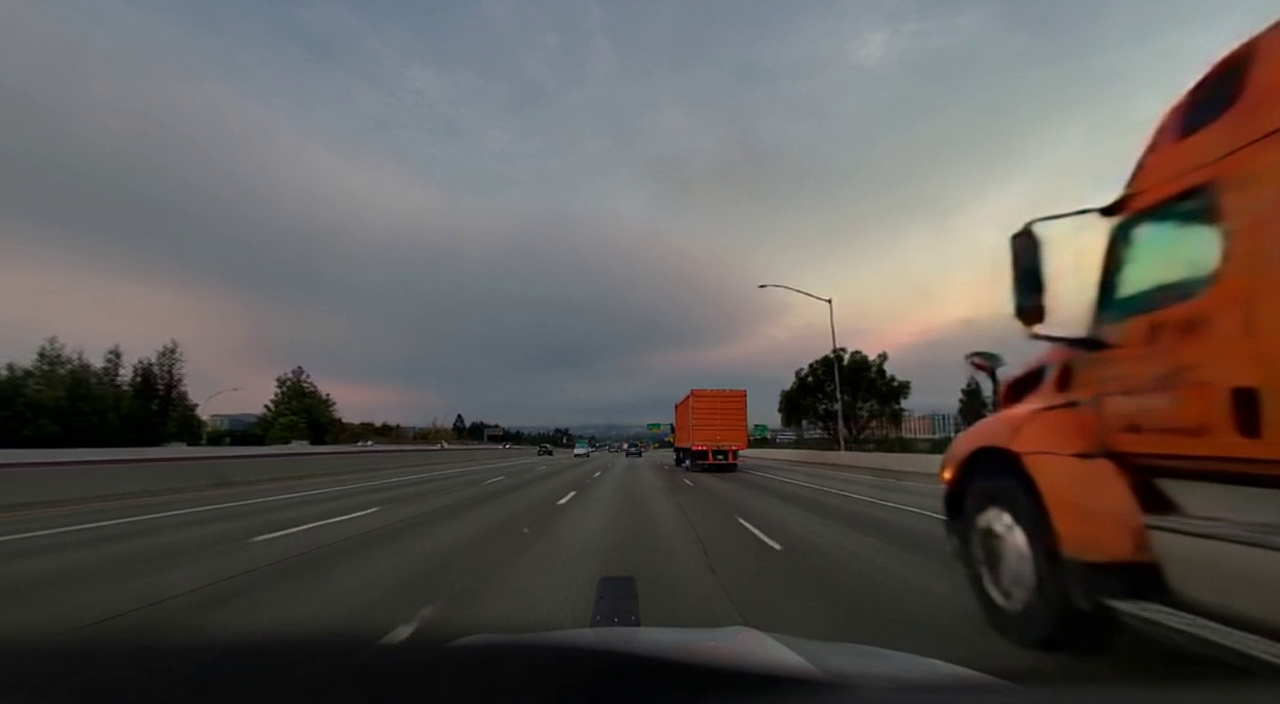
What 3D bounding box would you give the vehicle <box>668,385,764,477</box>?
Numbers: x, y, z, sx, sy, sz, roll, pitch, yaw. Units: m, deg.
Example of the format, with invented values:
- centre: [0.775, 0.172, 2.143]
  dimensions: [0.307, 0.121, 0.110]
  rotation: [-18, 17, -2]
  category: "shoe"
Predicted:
- centre: [3.210, 3.880, 30.149]
  dimensions: [2.966, 3.586, 10.563]
  rotation: [0, -9, -2]
  category: "vehicle"
